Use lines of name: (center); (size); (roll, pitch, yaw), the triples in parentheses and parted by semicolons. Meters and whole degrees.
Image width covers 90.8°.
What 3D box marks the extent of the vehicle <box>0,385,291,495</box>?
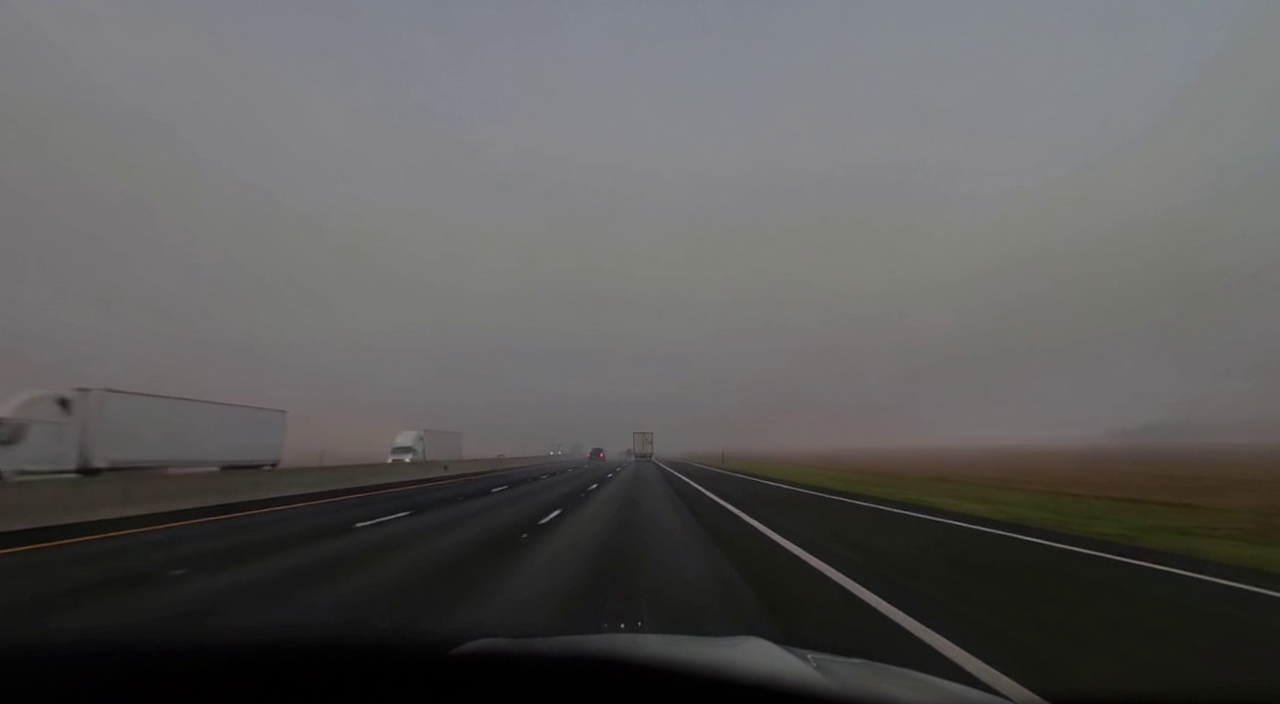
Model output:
vehicle: (-22.807, 4.456, 30.996); (3.098, 4.119, 14.343); (0, -9, 0)
